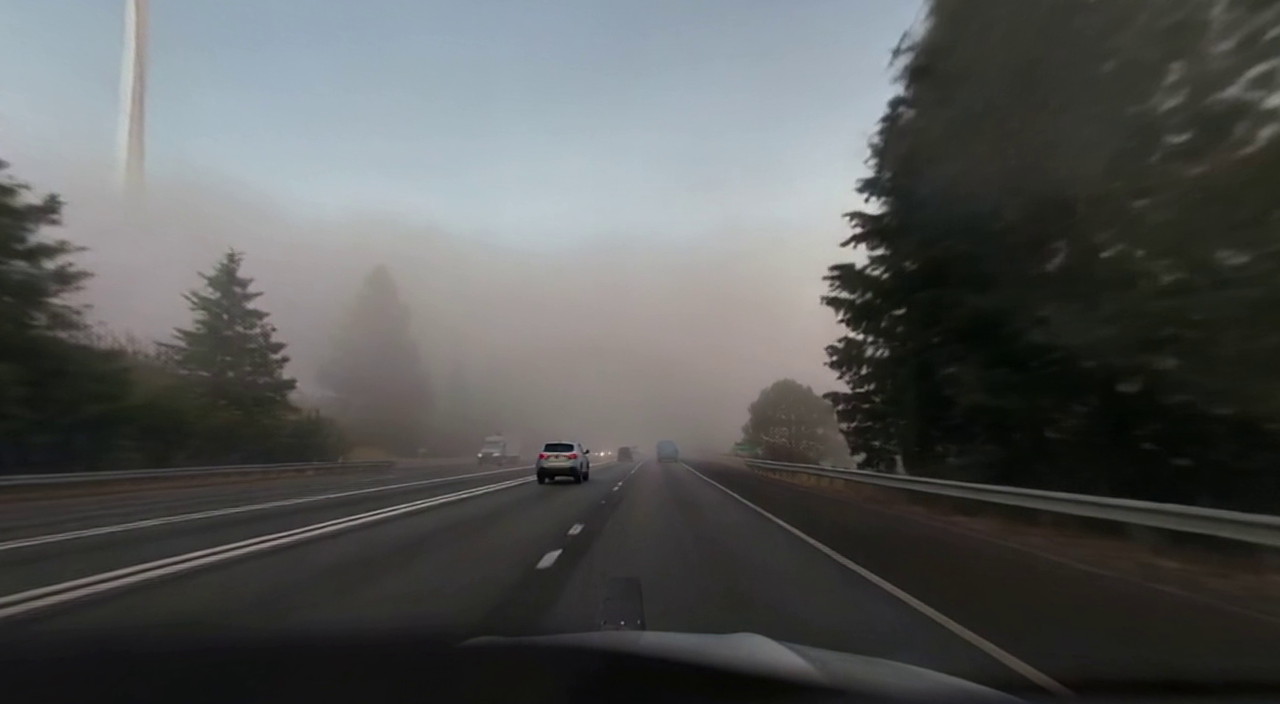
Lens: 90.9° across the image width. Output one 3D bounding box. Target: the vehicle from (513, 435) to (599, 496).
[{"bbox_3d":[-2.540,3.567,20.137,2.038,1.723,4.150,0,-9,2],"label":"vehicle"}]
